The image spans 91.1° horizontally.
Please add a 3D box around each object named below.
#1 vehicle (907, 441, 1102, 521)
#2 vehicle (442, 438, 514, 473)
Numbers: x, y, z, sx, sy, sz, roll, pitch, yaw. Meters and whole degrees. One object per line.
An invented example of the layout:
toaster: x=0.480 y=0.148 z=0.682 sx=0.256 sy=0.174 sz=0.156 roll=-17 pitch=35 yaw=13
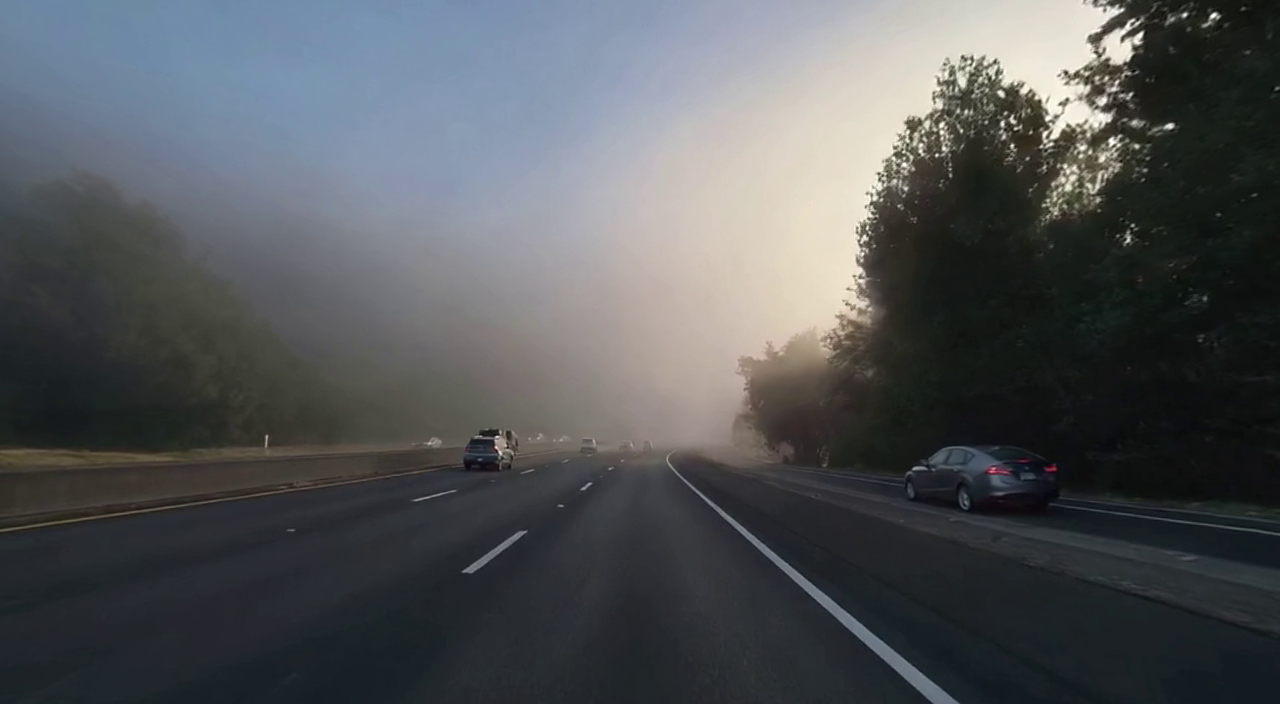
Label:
vehicle: x=10.265 y=3.620 z=18.444 sx=2.325 sy=1.972 sz=5.577 roll=0 pitch=-8 yaw=-1
vehicle: x=-7.388 y=4.770 z=29.115 sx=2.010 sy=1.489 sz=4.456 roll=0 pitch=-8 yaw=3
